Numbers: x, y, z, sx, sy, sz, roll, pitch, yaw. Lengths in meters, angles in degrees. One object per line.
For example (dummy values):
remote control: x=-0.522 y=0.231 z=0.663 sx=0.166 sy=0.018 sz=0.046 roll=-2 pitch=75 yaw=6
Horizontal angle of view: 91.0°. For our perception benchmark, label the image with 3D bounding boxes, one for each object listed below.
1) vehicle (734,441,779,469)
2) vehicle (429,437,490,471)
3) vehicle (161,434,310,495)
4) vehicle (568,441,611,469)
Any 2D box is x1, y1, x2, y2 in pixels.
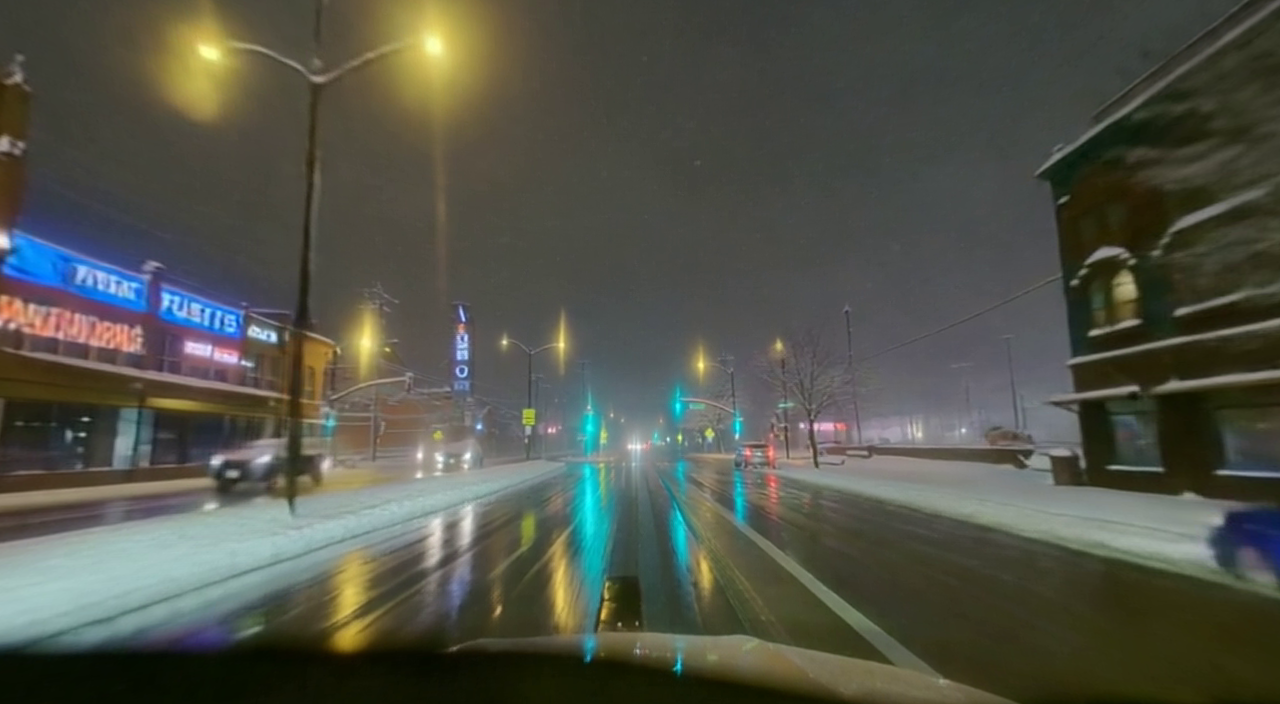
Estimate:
vehicle: x=7.282 y=6.464 z=39.673 sx=1.950 sy=1.686 sz=4.509 roll=0 pitch=-9 yaw=0
vehicle: x=-10.350 y=5.893 z=36.410 sx=2.155 sy=1.830 sz=4.564 roll=0 pitch=-9 yaw=0
vehicle: x=-13.532 y=3.763 z=21.523 sx=1.922 sy=1.825 sz=4.777 roll=0 pitch=-9 yaw=0
vehicle: x=-2.822 y=5.918 z=36.311 sx=2.078 sy=1.471 sz=4.217 roll=0 pitch=-9 yaw=0
